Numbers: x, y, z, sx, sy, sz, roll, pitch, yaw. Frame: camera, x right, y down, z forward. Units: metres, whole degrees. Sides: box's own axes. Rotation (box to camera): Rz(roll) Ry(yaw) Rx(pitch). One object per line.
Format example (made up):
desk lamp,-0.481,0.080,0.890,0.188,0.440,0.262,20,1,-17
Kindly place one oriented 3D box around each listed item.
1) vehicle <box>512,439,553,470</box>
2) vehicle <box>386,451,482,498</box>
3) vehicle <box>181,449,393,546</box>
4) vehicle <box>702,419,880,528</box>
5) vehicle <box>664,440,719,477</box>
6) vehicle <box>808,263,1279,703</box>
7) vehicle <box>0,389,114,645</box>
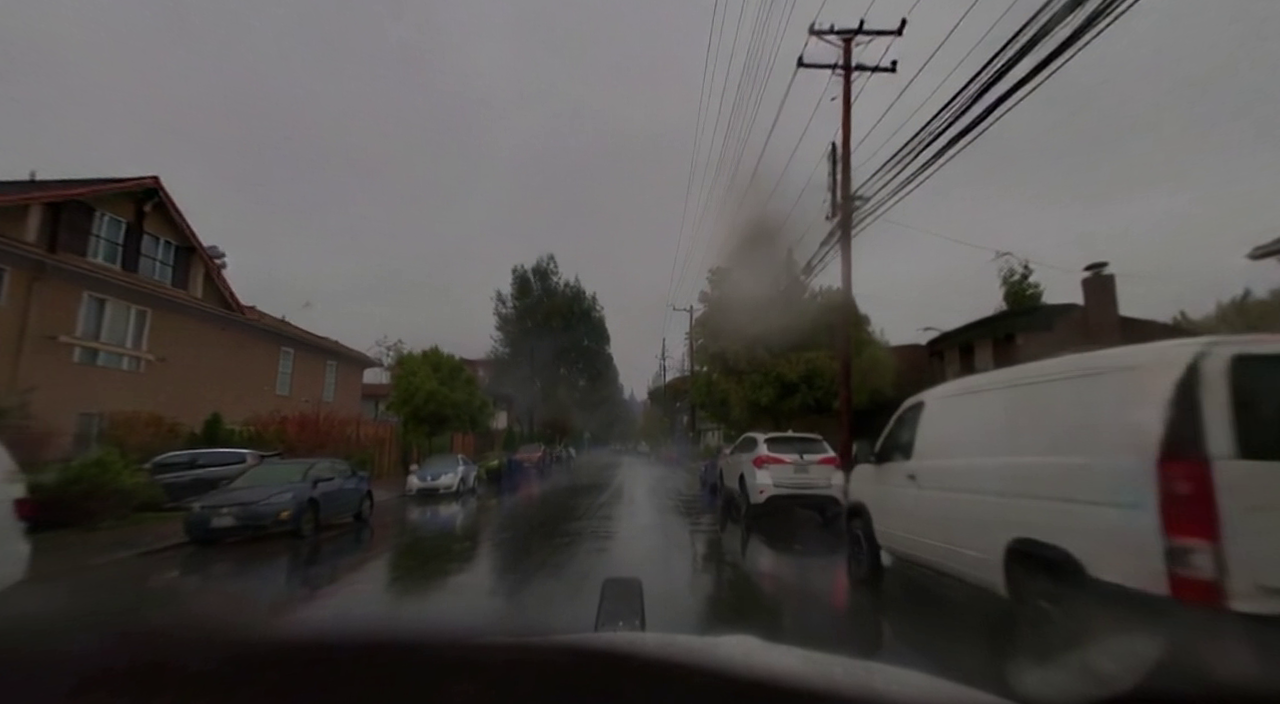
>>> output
vehicle,-7.337,7.043,43.600,2.183,1.972,4.817,0,-8,-2
vehicle,-6.795,4.056,21.328,1.958,1.359,4.357,0,-8,-3
vehicle,-6.597,2.704,12.554,1.866,1.474,4.753,0,-8,-6
vehicle,3.009,2.586,14.193,2.427,1.947,5.329,0,-8,-3
vehicle,2.757,5.888,35.410,2.365,1.874,5.669,0,-8,-2
vehicle,3.153,1.033,5.123,2.295,2.279,4.578,0,-8,0
vehicle,-5.926,1.068,3.408,2.059,1.969,4.925,0,-8,-3
